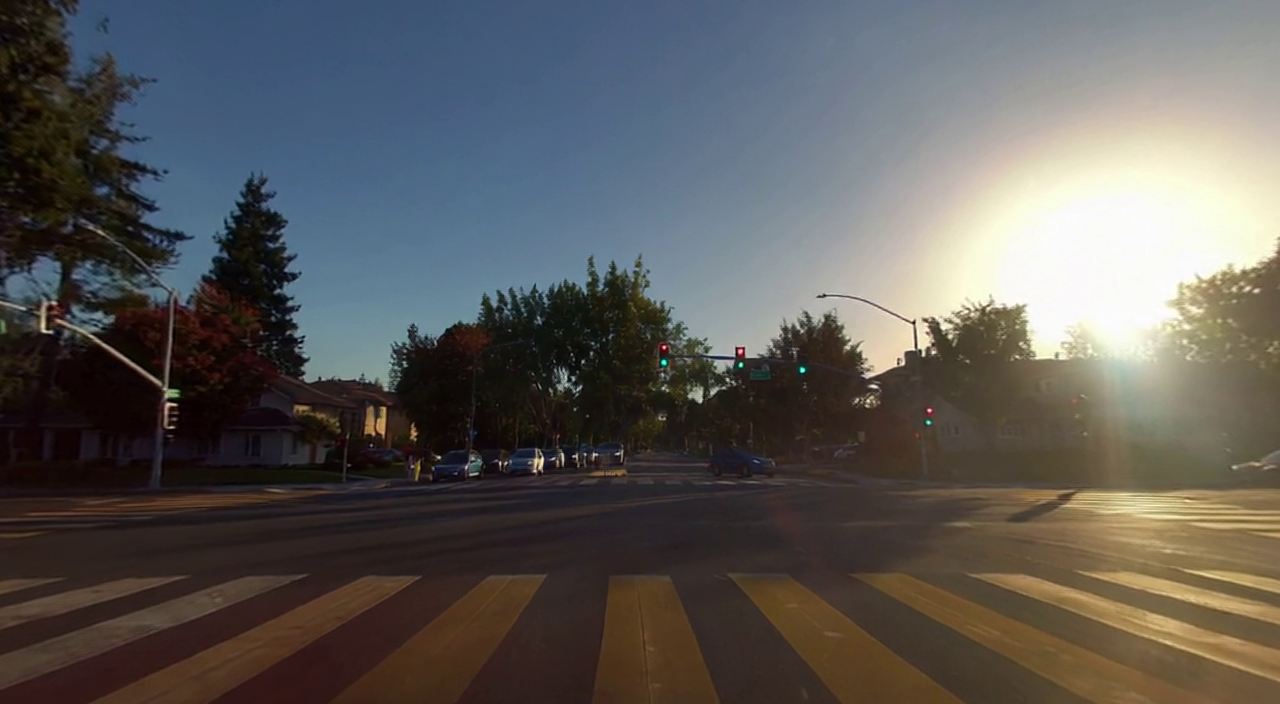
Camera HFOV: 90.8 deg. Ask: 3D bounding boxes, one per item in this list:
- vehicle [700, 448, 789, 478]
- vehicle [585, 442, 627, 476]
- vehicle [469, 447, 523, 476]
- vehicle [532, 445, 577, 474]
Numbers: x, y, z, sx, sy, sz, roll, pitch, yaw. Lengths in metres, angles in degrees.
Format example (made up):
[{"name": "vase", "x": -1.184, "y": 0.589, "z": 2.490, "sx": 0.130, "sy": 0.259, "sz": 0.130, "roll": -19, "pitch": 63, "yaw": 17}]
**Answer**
[{"name": "vehicle", "x": 5.451, "y": 5.745, "z": 32.945, "sx": 4.118, "sy": 1.491, "sz": 2.046, "roll": 4, "pitch": -9, "yaw": -25}, {"name": "vehicle", "x": -1.963, "y": 6.444, "z": 38.340, "sx": 2.355, "sy": 1.868, "sz": 5.125, "roll": 0, "pitch": -9, "yaw": -1}, {"name": "vehicle", "x": -8.631, "y": 6.596, "z": 38.341, "sx": 2.028, "sy": 1.654, "sz": 5.027, "roll": 0, "pitch": -9, "yaw": 0}, {"name": "vehicle", "x": -5.211, "y": 6.608, "z": 39.017, "sx": 2.091, "sy": 1.707, "sz": 4.157, "roll": 0, "pitch": -9, "yaw": 1}]
